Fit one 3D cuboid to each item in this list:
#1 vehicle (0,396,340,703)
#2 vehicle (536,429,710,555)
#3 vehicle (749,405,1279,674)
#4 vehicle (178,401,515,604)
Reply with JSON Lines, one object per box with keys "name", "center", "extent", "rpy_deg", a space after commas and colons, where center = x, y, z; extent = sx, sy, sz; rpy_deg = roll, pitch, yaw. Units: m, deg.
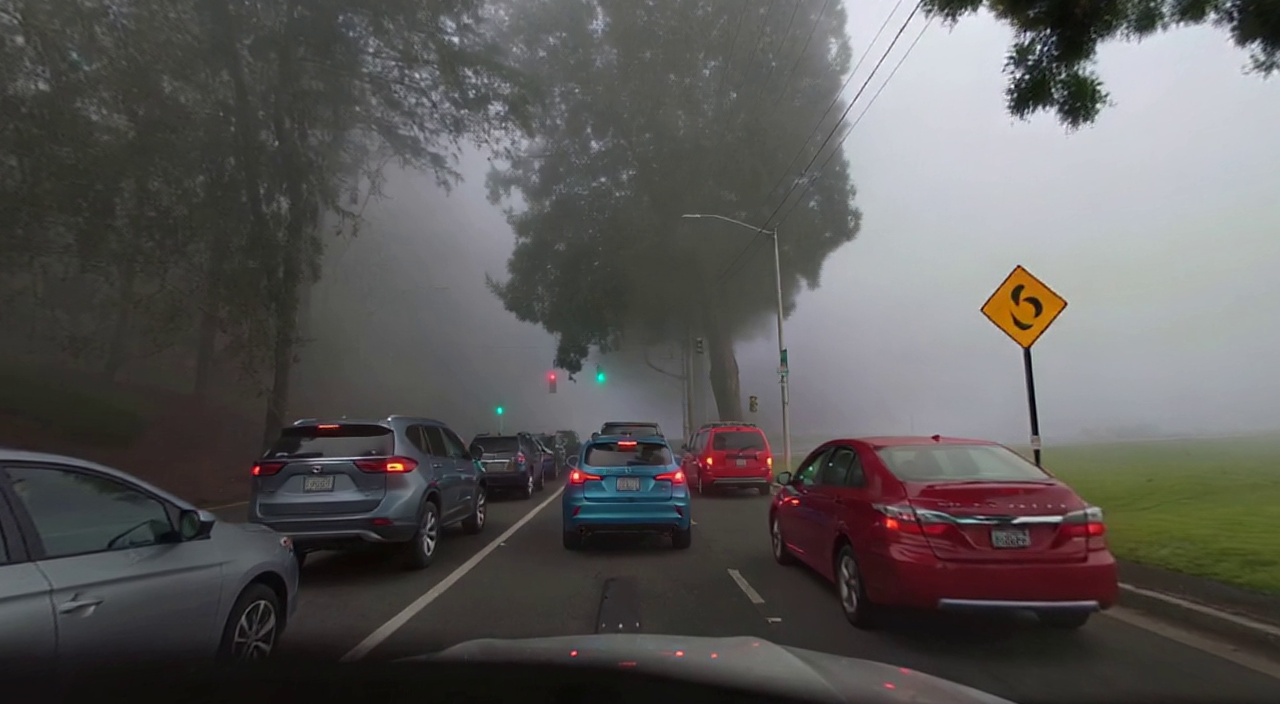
{"name": "vehicle", "center": [-2.928, 0.840, 1.604], "extent": [1.974, 1.484, 4.716], "rpy_deg": [0, -8, 0]}
{"name": "vehicle", "center": [-0.250, 1.922, 9.319], "extent": [2.025, 1.453, 3.848], "rpy_deg": [0, -8, -2]}
{"name": "vehicle", "center": [2.521, 1.399, 5.925], "extent": [2.116, 1.497, 4.652], "rpy_deg": [0, -8, 0]}
{"name": "vehicle", "center": [-2.897, 1.578, 7.444], "extent": [1.964, 1.712, 4.097], "rpy_deg": [0, -8, 0]}
